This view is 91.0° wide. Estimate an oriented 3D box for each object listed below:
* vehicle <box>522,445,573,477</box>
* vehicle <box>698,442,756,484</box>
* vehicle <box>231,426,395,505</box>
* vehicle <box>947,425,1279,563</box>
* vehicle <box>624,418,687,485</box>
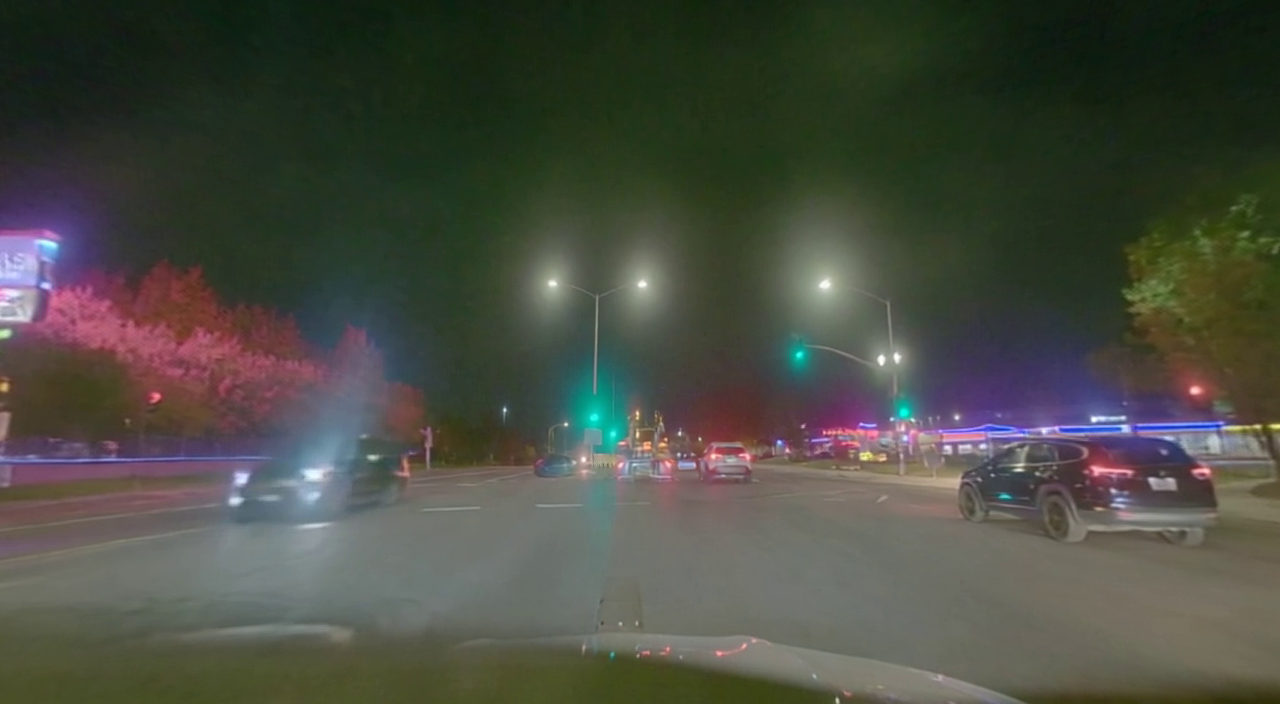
[{"bbox_3d":[-4.624,5.513,32.066,2.001,1.518,4.316,0,-8,-1],"label":"vehicle"},{"bbox_3d":[3.855,4.990,28.677,2.025,1.754,4.311,0,-9,0],"label":"vehicle"},{"bbox_3d":[-8.712,3.055,17.387,2.020,1.864,4.634,0,-8,0],"label":"vehicle"},{"bbox_3d":[7.050,2.092,10.094,1.982,1.698,4.408,0,-8,0],"label":"vehicle"},{"bbox_3d":[0.547,4.502,28.775,2.566,2.705,6.350,0,-8,-1],"label":"vehicle"}]
